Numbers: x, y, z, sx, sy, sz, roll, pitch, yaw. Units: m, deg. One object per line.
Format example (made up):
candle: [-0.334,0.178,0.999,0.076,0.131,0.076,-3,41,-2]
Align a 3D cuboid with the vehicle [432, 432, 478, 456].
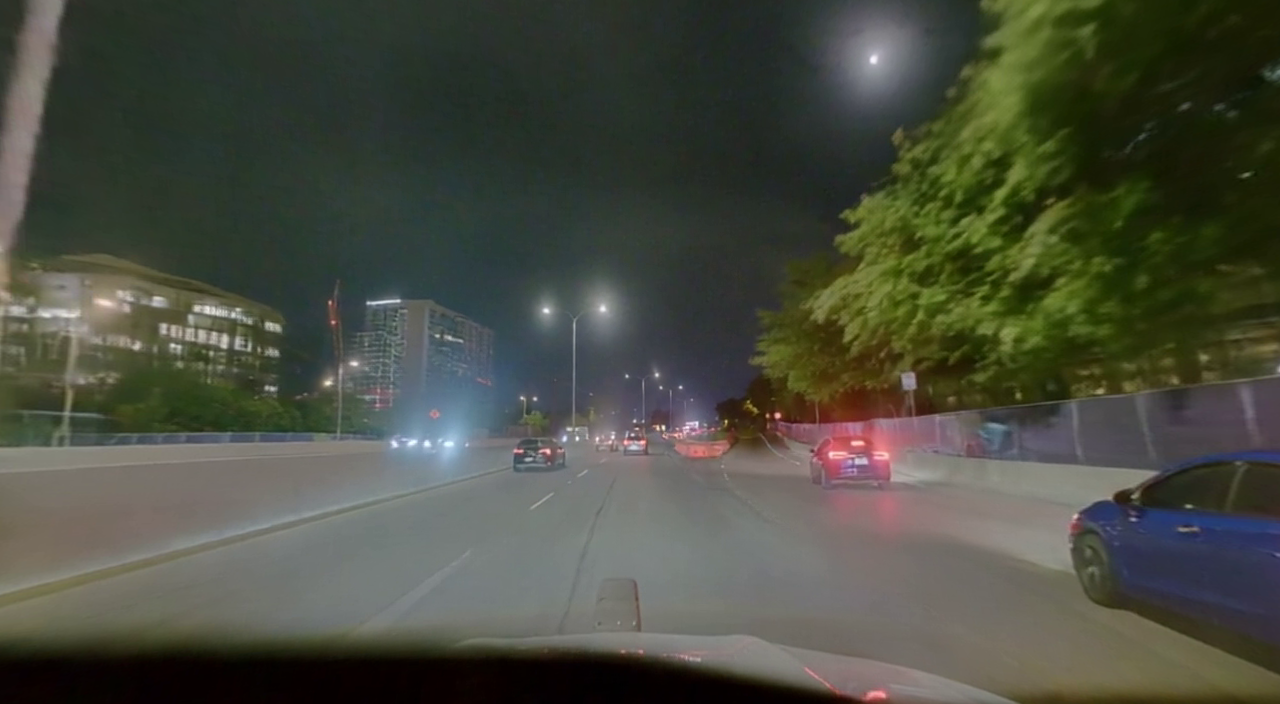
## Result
vehicle: [-13.333,6.640,45.683,1.857,1.657,4.331,0,-8,3]

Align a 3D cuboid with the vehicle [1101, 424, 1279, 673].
vehicle: [4.668,1.098,3.198,1.784,1.471,3.935,0,-8,3]

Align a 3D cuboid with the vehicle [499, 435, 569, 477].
vehicle: [-3.884,3.864,23.807,1.848,1.406,4.013,0,-8,2]

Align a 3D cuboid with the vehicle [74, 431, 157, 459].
vehicle: [-31.049,5.492,37.376,1.681,1.575,3.449,-1,-8,7]

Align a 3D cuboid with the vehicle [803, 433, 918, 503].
vehicle: [5.284,2.768,15.582,1.913,1.499,3.581,-1,-8,7]

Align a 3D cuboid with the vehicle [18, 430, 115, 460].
vehicle: [-33.712,5.477,37.165,1.806,1.653,3.792,-1,-8,9]

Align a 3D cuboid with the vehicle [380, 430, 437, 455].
vehicle: [-17.052,6.669,46.661,2.237,1.776,4.812,0,-8,2]
